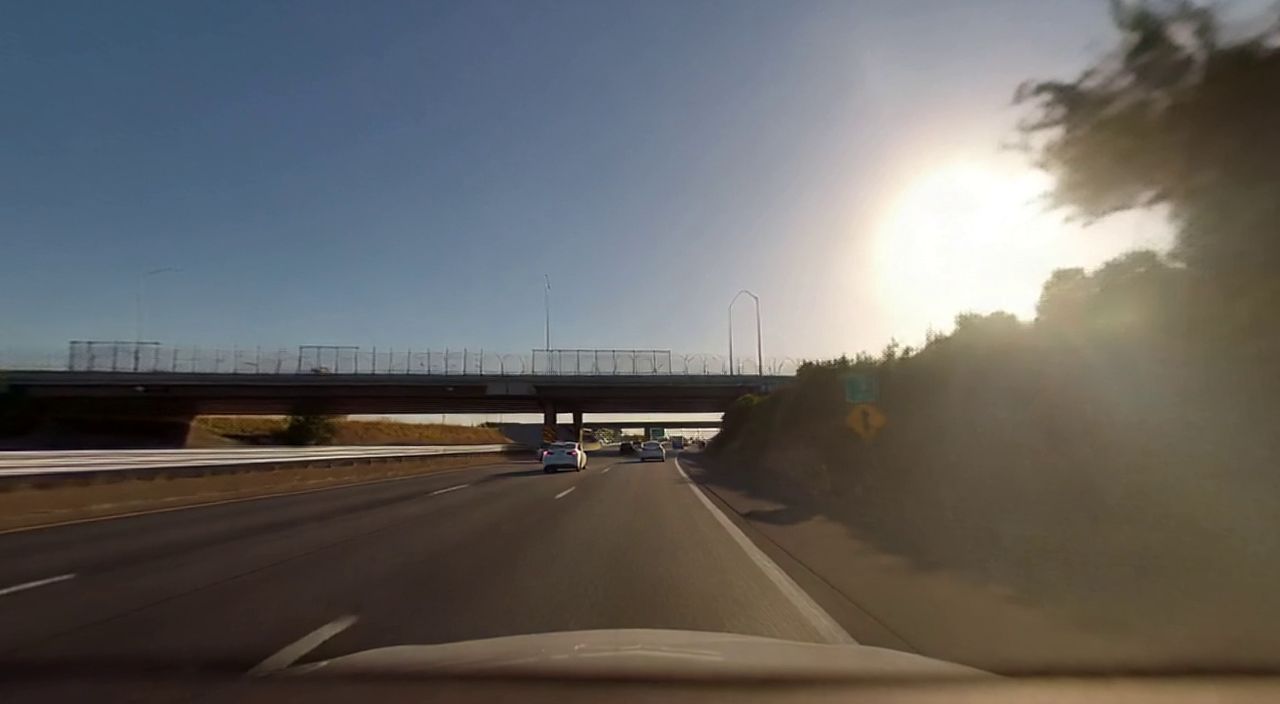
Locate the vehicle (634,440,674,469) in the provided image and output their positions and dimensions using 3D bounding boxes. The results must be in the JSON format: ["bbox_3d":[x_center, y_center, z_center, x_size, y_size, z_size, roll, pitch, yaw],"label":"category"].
[{"bbox_3d":[0.845,5.824,35.911,2.129,1.502,4.321,-1,-9,3],"label":"vehicle"}]

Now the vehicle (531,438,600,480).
[{"bbox_3d":[-2.990,4.421,26.263,2.129,1.563,4.387,-1,-9,3],"label":"vehicle"}]
